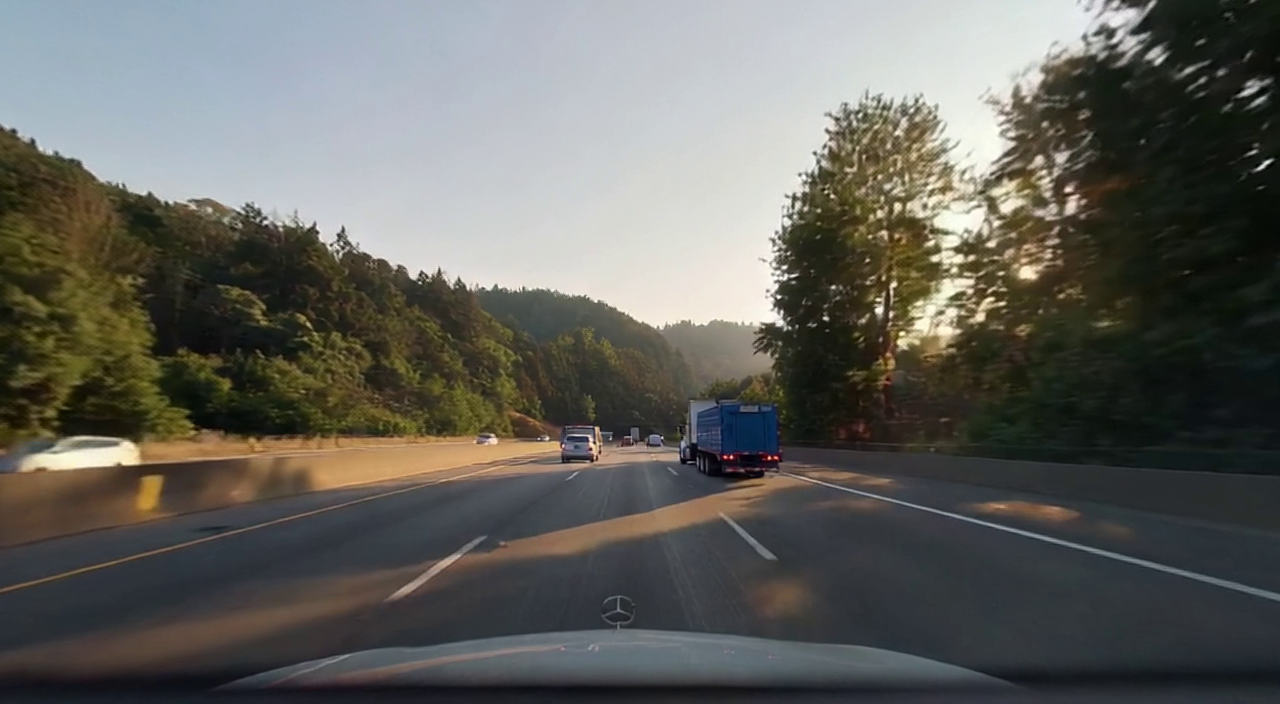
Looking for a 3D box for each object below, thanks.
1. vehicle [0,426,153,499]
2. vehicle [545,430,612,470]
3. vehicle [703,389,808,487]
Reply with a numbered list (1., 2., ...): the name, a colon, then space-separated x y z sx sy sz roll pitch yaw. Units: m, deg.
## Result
1. vehicle: -14.717 2.654 15.663 1.880 1.549 4.172 0 -8 0
2. vehicle: -2.470 4.075 26.483 2.195 1.529 4.572 0 -8 2
3. vehicle: 3.254 2.527 18.705 2.256 2.568 4.049 0 -8 -1
